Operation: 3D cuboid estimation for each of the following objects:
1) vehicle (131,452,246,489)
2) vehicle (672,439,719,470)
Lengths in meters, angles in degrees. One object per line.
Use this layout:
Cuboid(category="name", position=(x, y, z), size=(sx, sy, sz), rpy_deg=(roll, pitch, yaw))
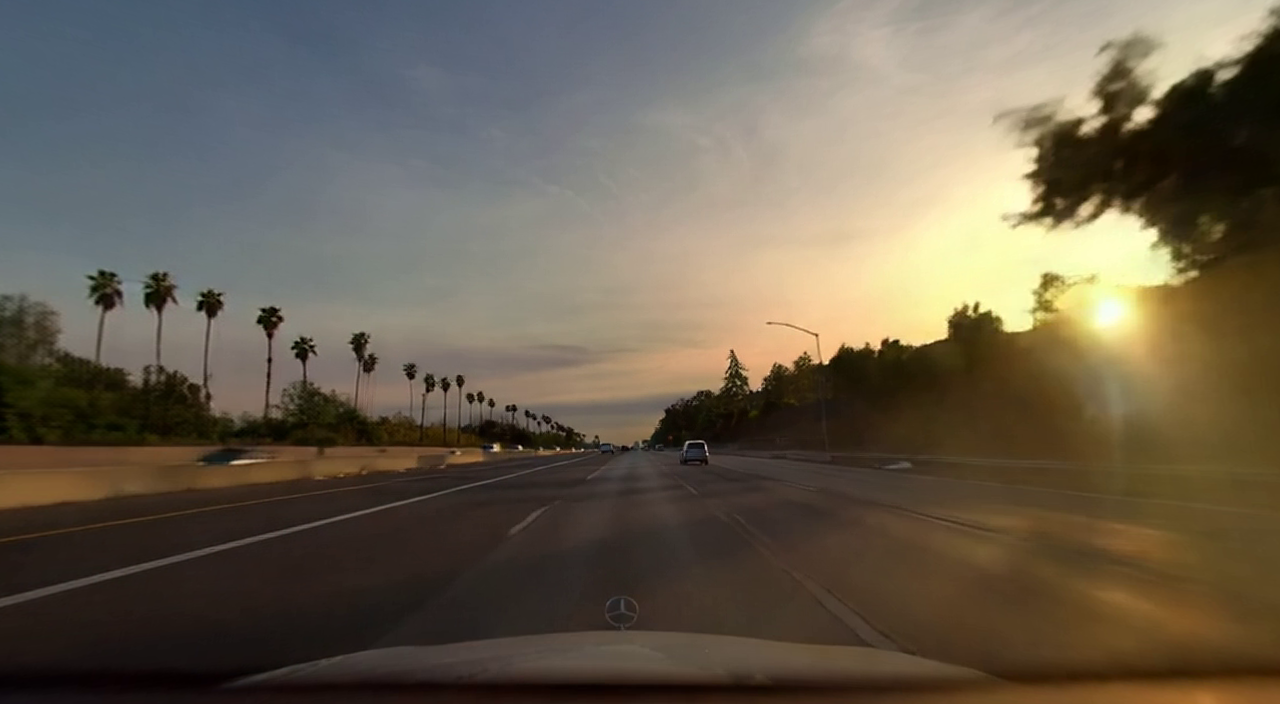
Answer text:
Cuboid(category="vehicle", position=(-19.710, 5.154, 27.829), size=(1.851, 1.458, 4.336), rpy_deg=(0, -9, 0))
Cuboid(category="vehicle", position=(3.115, 5.857, 36.273), size=(2.130, 1.677, 4.317), rpy_deg=(0, -9, -2))
